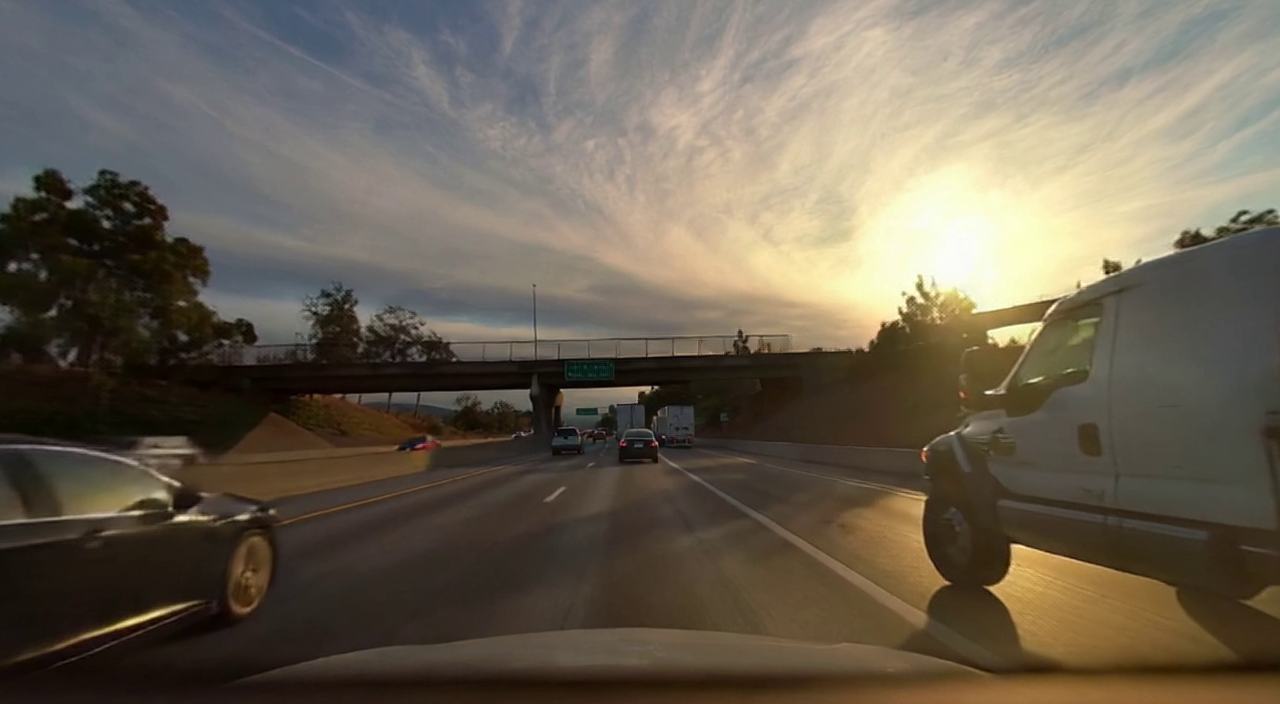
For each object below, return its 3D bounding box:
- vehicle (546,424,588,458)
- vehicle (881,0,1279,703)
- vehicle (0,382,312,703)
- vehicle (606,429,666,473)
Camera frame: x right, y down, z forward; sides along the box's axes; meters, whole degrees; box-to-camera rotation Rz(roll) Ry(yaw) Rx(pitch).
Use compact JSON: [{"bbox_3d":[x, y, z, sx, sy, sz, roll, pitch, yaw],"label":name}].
[{"bbox_3d":[-4.426,5.471,38.883,2.013,1.961,4.692,0,-8,0],"label":"vehicle"},{"bbox_3d":[3.780,-0.086,2.018,2.783,3.483,7.836,0,-8,-1],"label":"vehicle"},{"bbox_3d":[-3.807,0.939,3.009,1.979,1.527,4.754,0,-8,-1],"label":"vehicle"},{"bbox_3d":[-0.182,3.691,23.727,2.059,1.522,3.693,0,-8,-1],"label":"vehicle"}]
